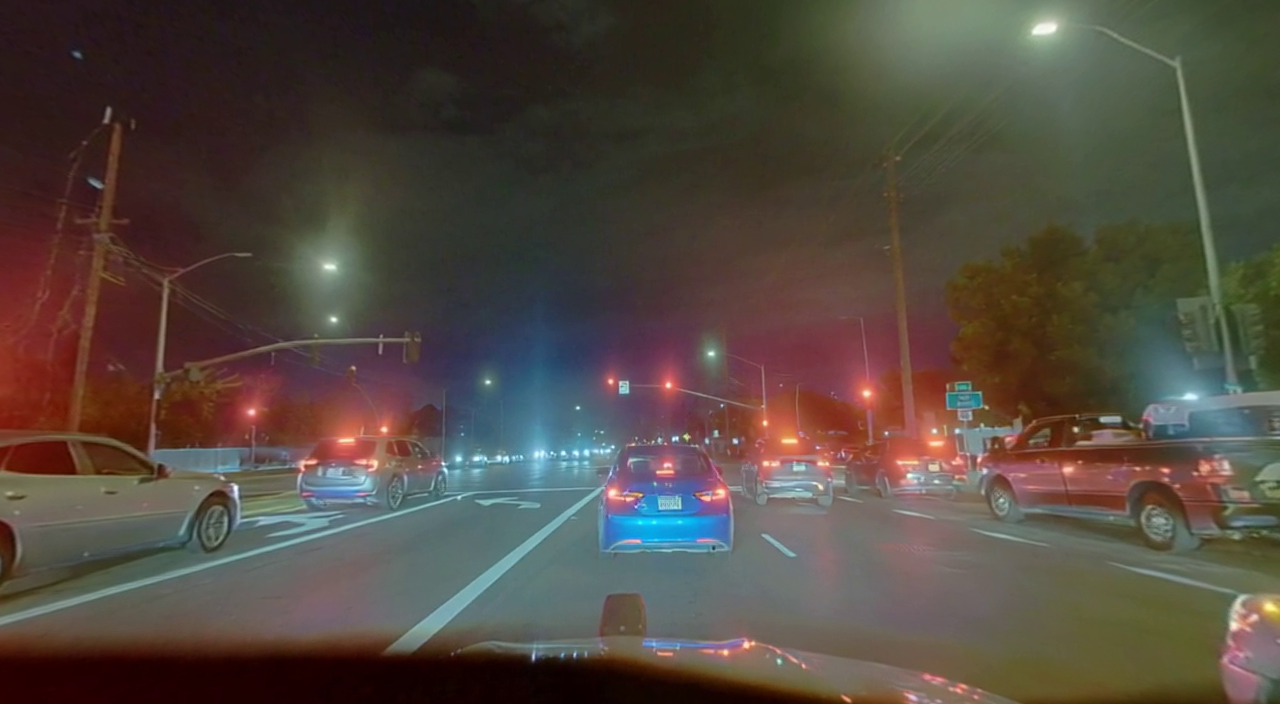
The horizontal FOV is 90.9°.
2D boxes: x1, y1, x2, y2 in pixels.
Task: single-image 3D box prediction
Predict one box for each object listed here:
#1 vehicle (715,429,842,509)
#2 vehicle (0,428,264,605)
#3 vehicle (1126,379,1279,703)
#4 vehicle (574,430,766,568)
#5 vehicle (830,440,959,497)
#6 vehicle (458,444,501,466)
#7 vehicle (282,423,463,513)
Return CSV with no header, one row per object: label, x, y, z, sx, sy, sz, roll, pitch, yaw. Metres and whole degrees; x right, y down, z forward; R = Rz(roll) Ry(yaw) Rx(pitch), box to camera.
vehicle,3.234,2.831,15.770,2.042,1.676,4.364,0,-8,-2
vehicle,-6.409,1.594,6.649,1.955,1.497,4.639,-1,-8,1
vehicle,3.067,0.639,0.636,1.870,1.523,4.096,-1,-8,0
vehicle,0.318,1.910,8.977,2.109,1.483,3.964,0,-8,0
vehicle,7.263,3.334,18.572,1.867,1.459,4.436,0,-8,-1
vehicle,-12.384,7.971,48.940,2.031,1.578,4.297,-1,-8,2
vehicle,-6.252,2.764,15.621,2.070,1.824,5.196,-1,-8,2
